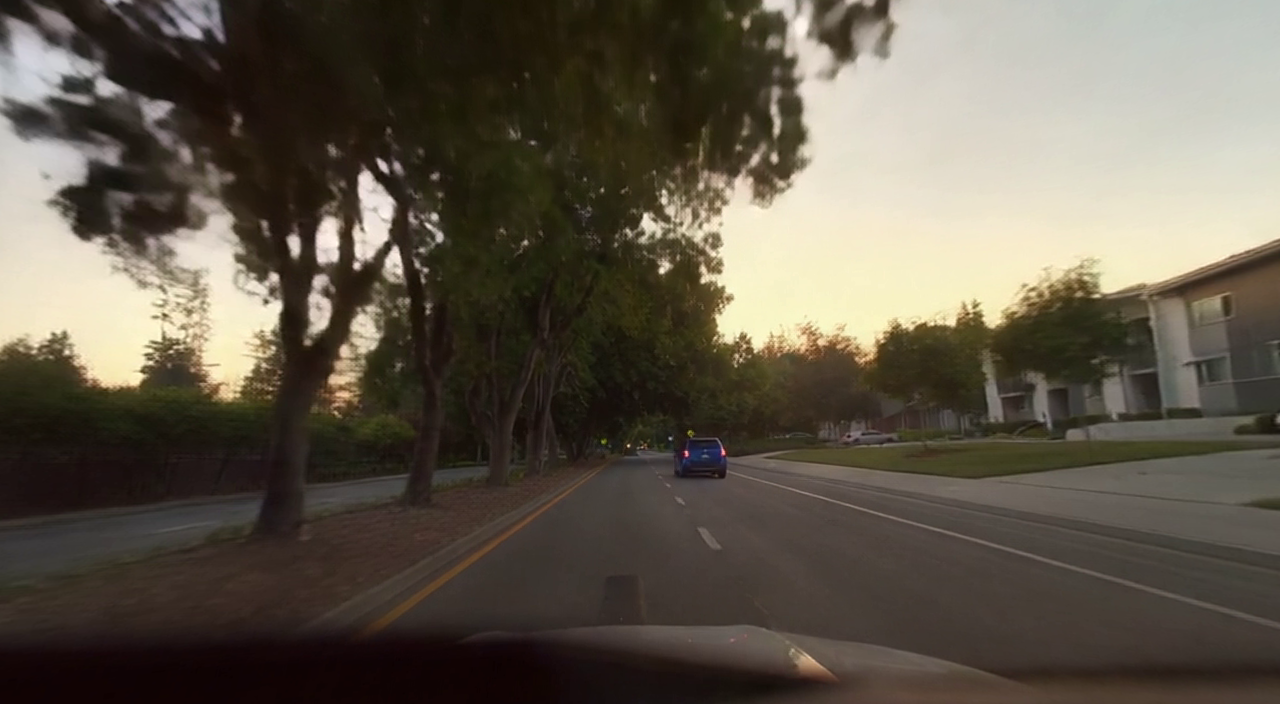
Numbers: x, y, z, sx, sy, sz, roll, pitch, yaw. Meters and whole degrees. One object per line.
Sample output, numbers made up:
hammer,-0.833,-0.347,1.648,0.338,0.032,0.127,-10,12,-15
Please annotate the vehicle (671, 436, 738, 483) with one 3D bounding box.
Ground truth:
vehicle,2.486,4.313,25.592,2.164,1.725,4.285,0,-9,-1
